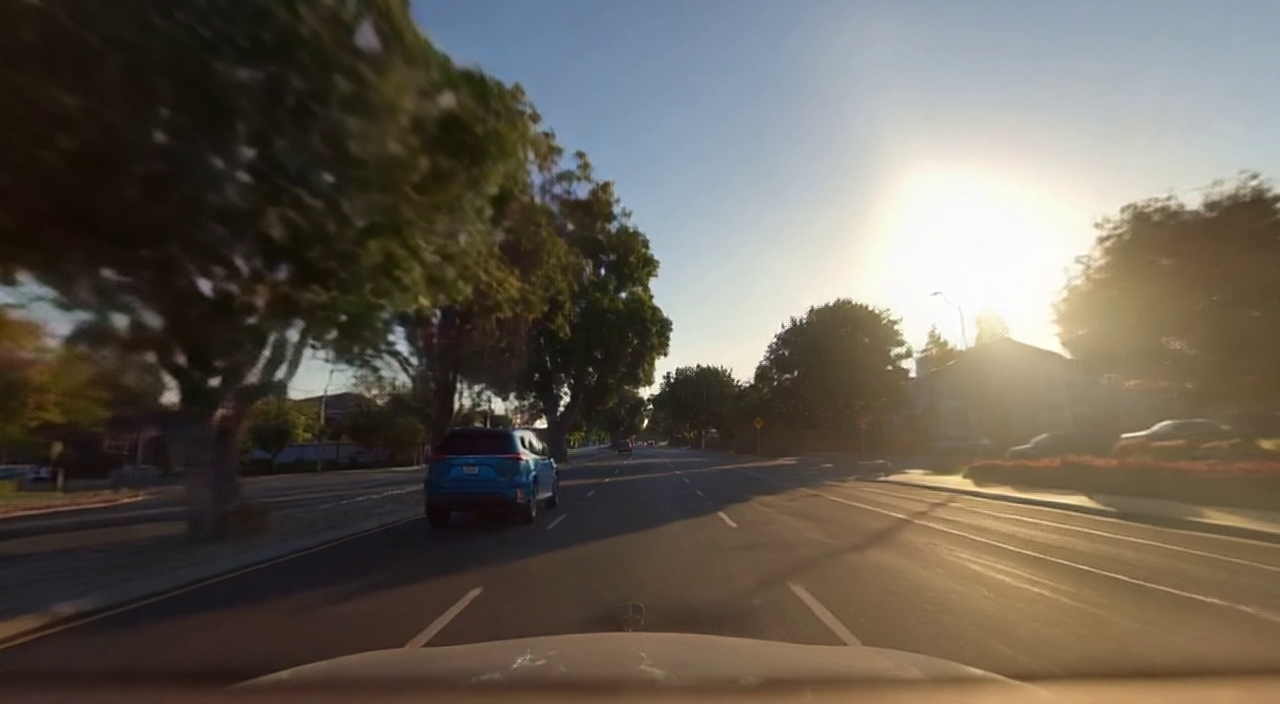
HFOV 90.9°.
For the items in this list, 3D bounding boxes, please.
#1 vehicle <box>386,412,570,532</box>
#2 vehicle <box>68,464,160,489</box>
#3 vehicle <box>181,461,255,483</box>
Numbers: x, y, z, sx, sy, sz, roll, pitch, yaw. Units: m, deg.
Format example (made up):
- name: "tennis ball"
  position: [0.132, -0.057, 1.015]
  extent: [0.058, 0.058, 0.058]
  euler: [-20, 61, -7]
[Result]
- name: "vehicle"
  position: [-2.796, 2.218, 12.264]
  extent: [2.179, 1.851, 4.756]
  euler: [0, -8, 2]
- name: "vehicle"
  position: [-36.580, 8.638, 43.978]
  extent: [4.757, 1.473, 1.837]
  euler: [6, -11, -37]
- name: "vehicle"
  position: [-31.924, 9.069, 47.724]
  extent: [4.500, 1.475, 1.842]
  euler: [6, -10, -35]
